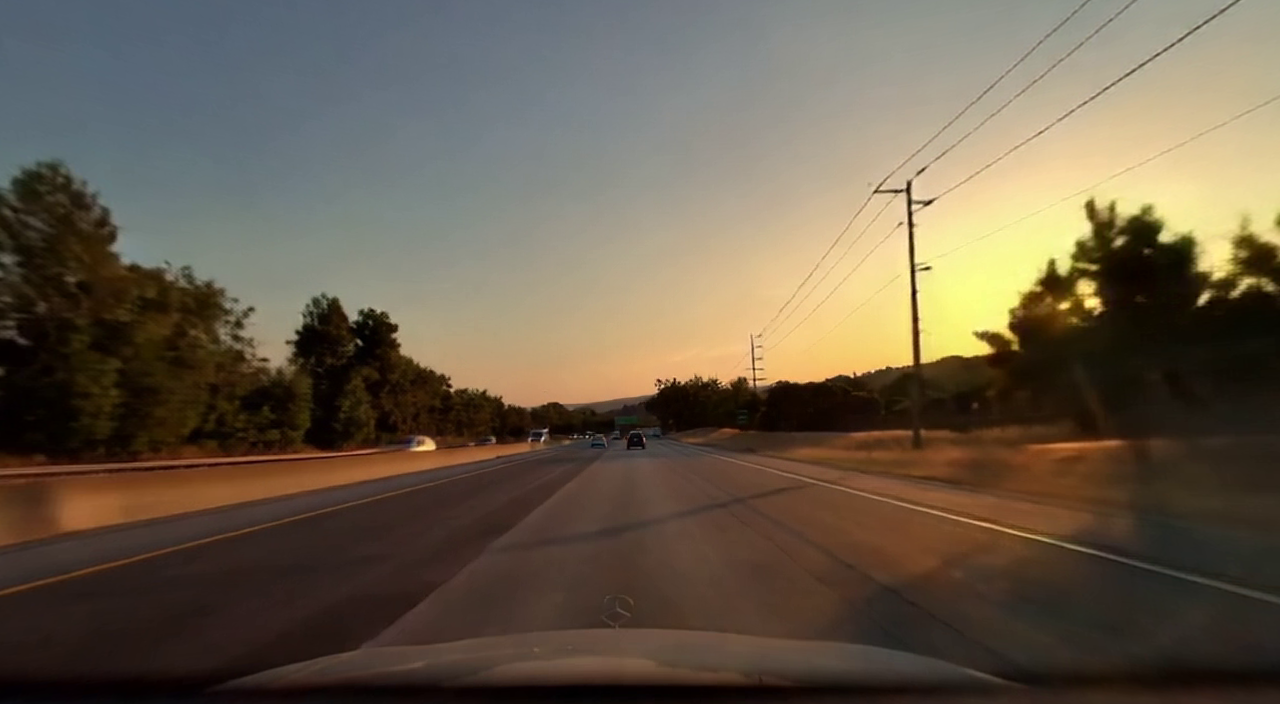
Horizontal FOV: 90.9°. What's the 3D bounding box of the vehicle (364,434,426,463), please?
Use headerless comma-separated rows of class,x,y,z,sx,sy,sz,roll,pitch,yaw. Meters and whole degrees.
vehicle,-13.256,5.223,34.365,1.829,1.435,4.127,0,-8,-2
